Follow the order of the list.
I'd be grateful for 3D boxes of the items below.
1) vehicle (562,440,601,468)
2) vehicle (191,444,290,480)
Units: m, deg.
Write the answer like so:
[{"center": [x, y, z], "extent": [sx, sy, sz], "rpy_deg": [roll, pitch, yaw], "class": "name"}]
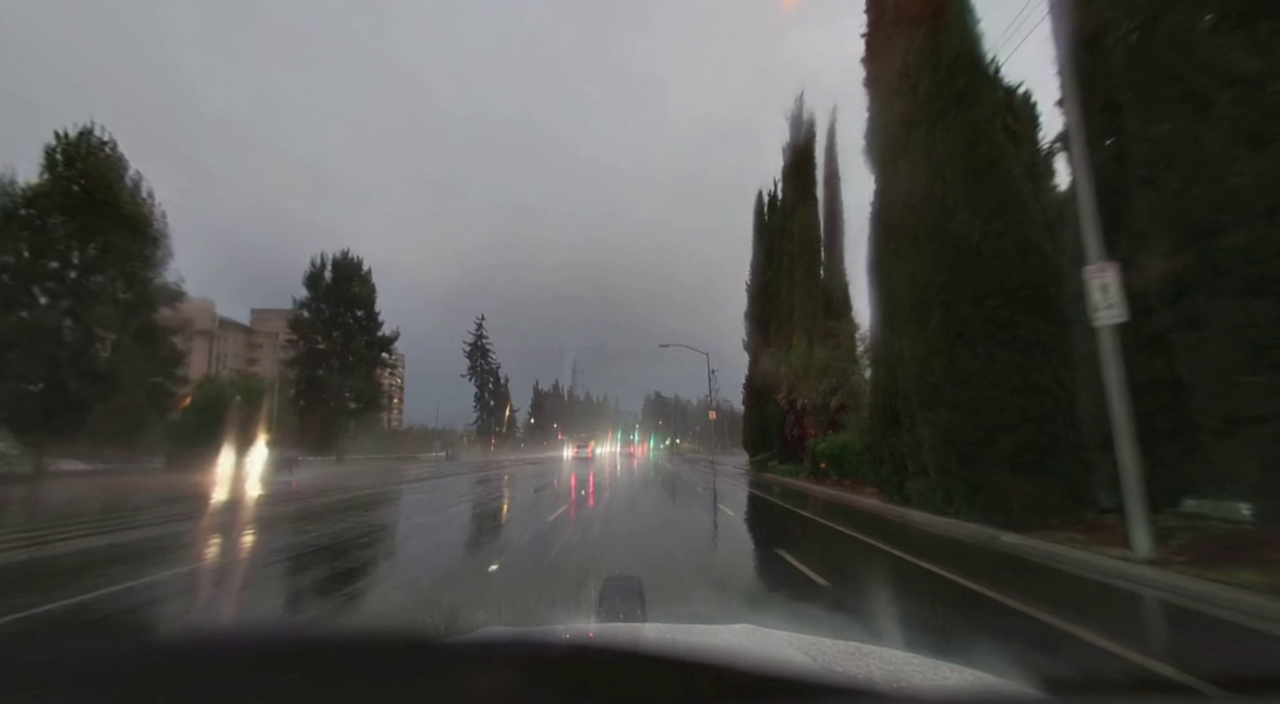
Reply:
[{"center": [-3.708, 6.522, 40.564], "extent": [2.121, 1.654, 3.993], "rpy_deg": [0, -8, 0], "class": "vehicle"}, {"center": [-21.314, 5.856, 33.999], "extent": [2.066, 1.794, 4.786], "rpy_deg": [0, -8, 1], "class": "vehicle"}]
